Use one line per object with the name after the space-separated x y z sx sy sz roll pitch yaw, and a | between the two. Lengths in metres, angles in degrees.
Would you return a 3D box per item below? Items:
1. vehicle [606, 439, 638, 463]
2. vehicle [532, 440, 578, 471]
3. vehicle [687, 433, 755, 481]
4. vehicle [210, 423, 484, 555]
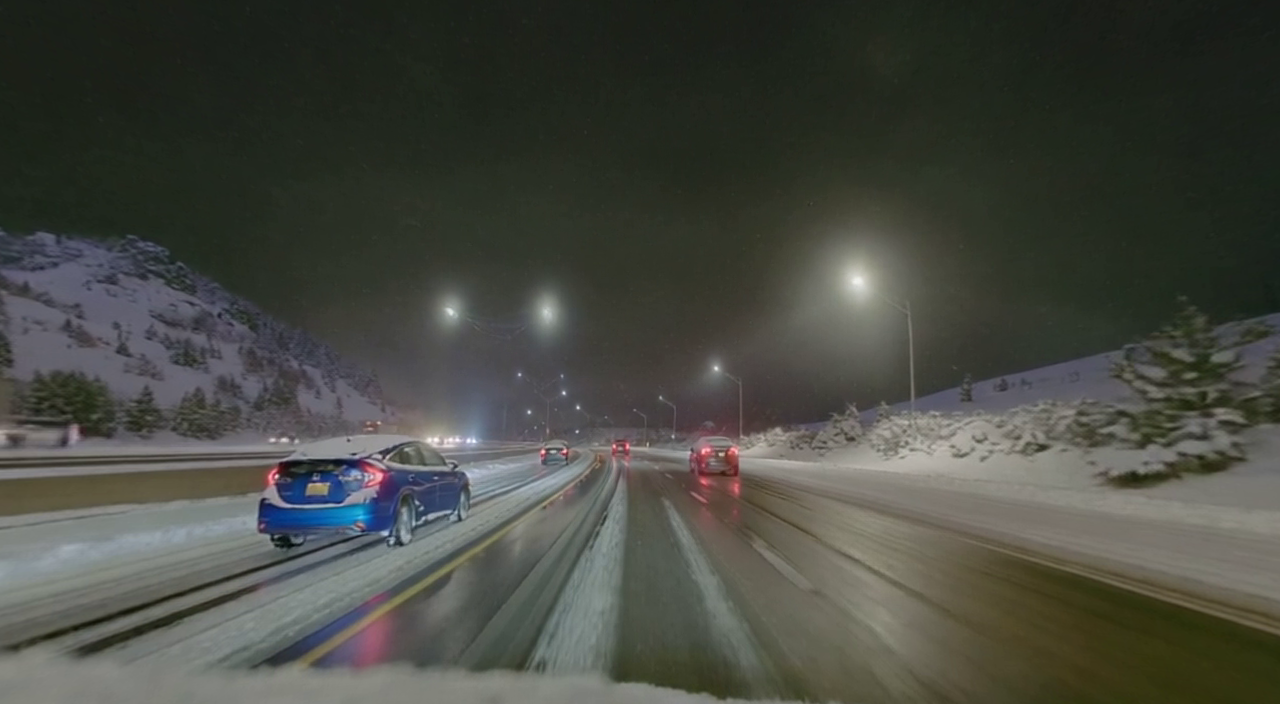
-1.232 7.023 44.669 2.147 1.572 4.094 0 -9 -1 | vehicle
-4.306 5.305 32.358 1.796 1.464 3.839 0 -9 0 | vehicle
3.314 4.420 26.795 2.222 1.820 4.733 0 -9 0 | vehicle
-3.938 1.915 9.488 1.993 1.500 4.248 0 -9 1 | vehicle
